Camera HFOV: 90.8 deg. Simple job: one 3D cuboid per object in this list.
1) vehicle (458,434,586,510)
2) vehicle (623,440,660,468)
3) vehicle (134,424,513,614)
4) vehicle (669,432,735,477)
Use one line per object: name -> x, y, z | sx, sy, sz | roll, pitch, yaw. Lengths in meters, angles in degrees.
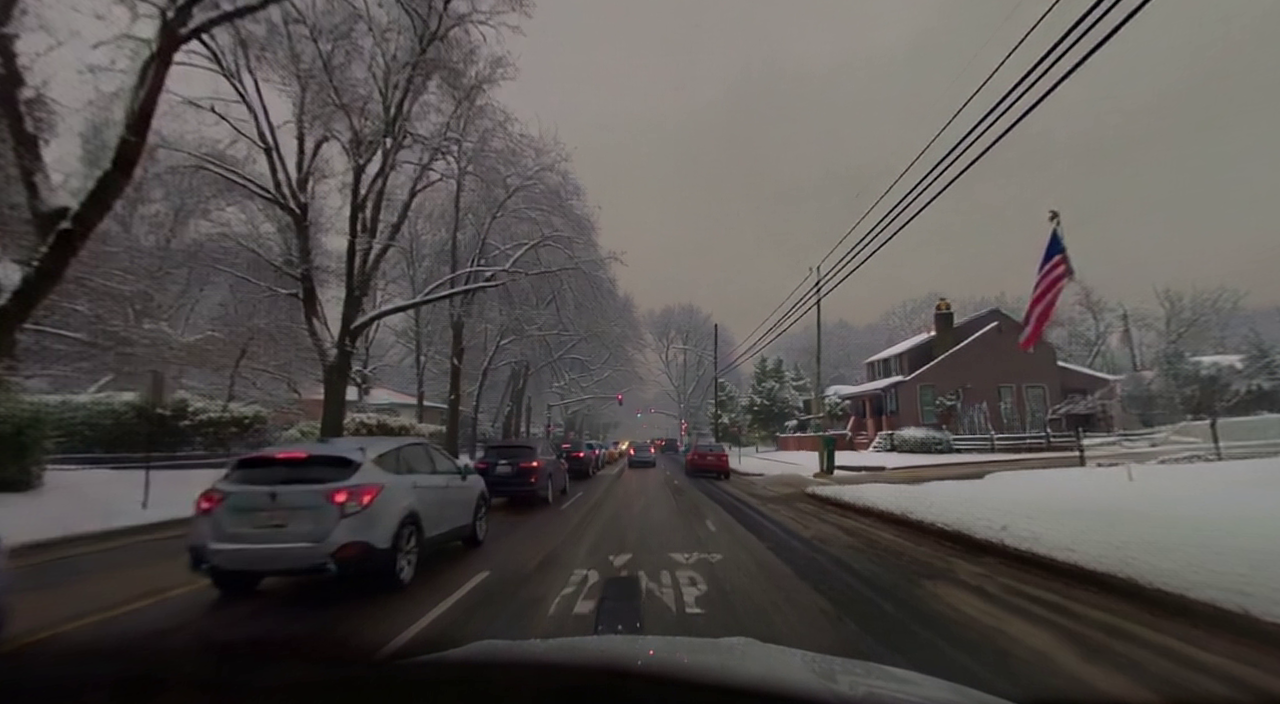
vehicle -> -2.540, 2.735, 14.855 | 2.081, 1.488, 4.566 | 0, -9, 1
vehicle -> 0.069, 5.575, 34.595 | 1.927, 1.453, 3.848 | 0, -9, 0
vehicle -> -2.954, 1.656, 7.241 | 1.970, 1.477, 4.380 | -1, -9, 2
vehicle -> 2.511, 4.318, 26.773 | 2.258, 1.682, 4.635 | 0, -9, -1
